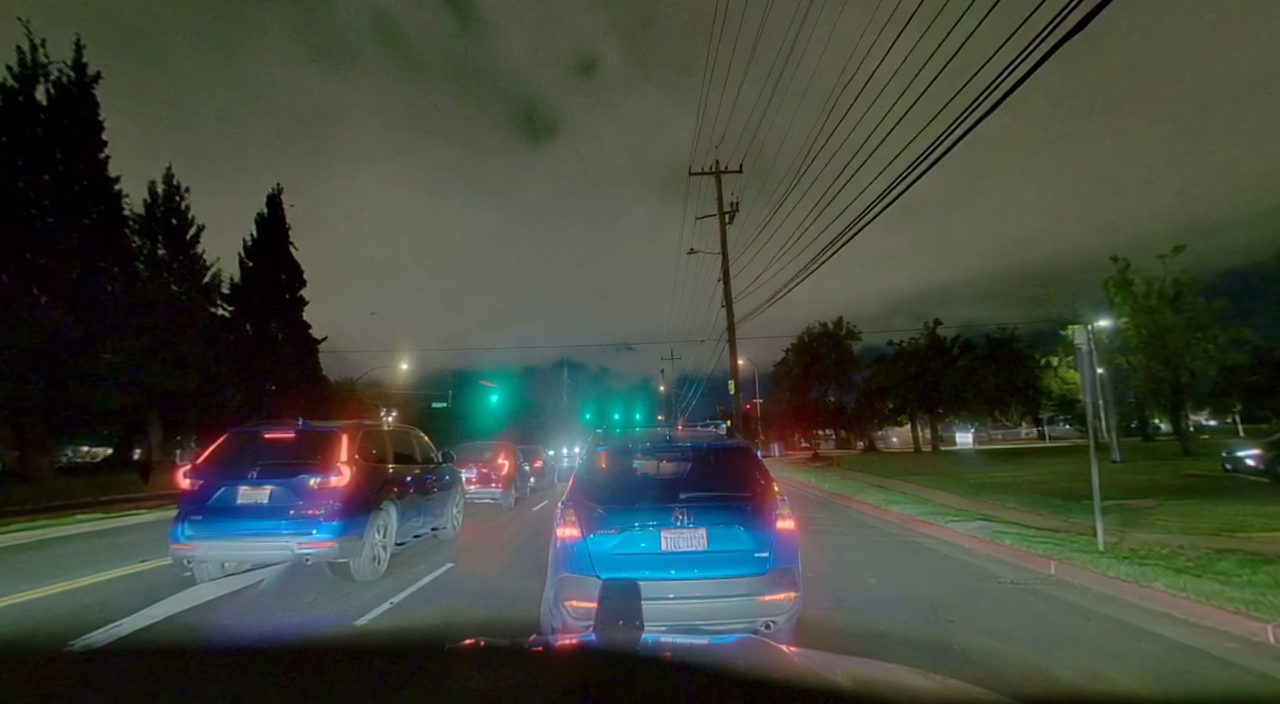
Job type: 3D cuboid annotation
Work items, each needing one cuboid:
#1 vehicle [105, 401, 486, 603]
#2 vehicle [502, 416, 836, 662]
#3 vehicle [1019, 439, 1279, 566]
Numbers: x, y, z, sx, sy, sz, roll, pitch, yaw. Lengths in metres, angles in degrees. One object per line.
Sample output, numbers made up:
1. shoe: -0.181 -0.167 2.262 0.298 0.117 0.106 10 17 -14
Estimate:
1. vehicle: -3.481 1.606 7.633 2.105 1.706 4.337 0 -9 0
2. vehicle: 0.110 1.446 5.962 2.056 1.487 4.003 0 -9 -2
3. vehicle: 8.385 2.153 9.921 1.993 1.508 4.521 0 -9 -1
